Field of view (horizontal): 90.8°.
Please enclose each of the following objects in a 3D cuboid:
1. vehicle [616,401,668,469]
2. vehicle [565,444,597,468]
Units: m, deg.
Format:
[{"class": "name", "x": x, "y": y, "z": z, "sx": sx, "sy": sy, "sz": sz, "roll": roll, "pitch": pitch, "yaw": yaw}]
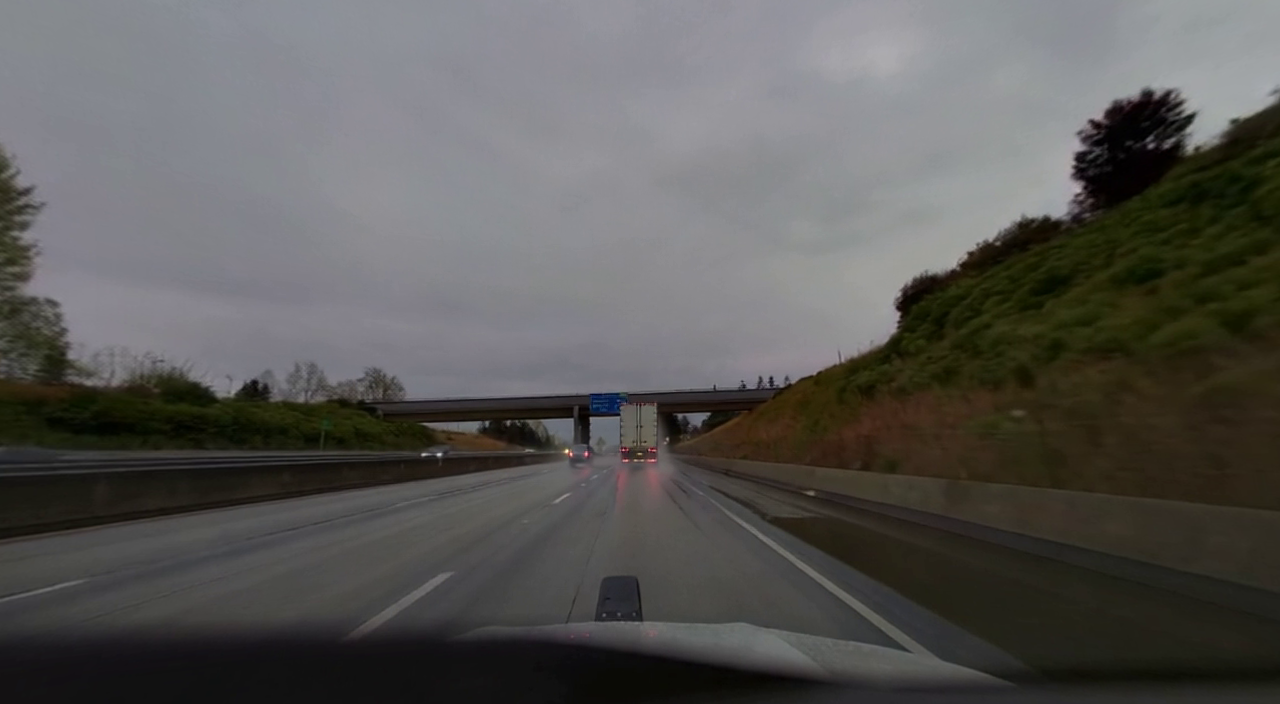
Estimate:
[{"class": "vehicle", "x": -0.017, "y": 5.856, "z": 43.557, "sx": 3.033, "sy": 3.985, "sz": 12.383, "roll": 0, "pitch": -9, "yaw": -1}, {"class": "vehicle", "x": -4.171, "y": 7.426, "z": 44.989, "sx": 2.005, "sy": 1.595, "sz": 4.253, "roll": 0, "pitch": -9, "yaw": -2}]
